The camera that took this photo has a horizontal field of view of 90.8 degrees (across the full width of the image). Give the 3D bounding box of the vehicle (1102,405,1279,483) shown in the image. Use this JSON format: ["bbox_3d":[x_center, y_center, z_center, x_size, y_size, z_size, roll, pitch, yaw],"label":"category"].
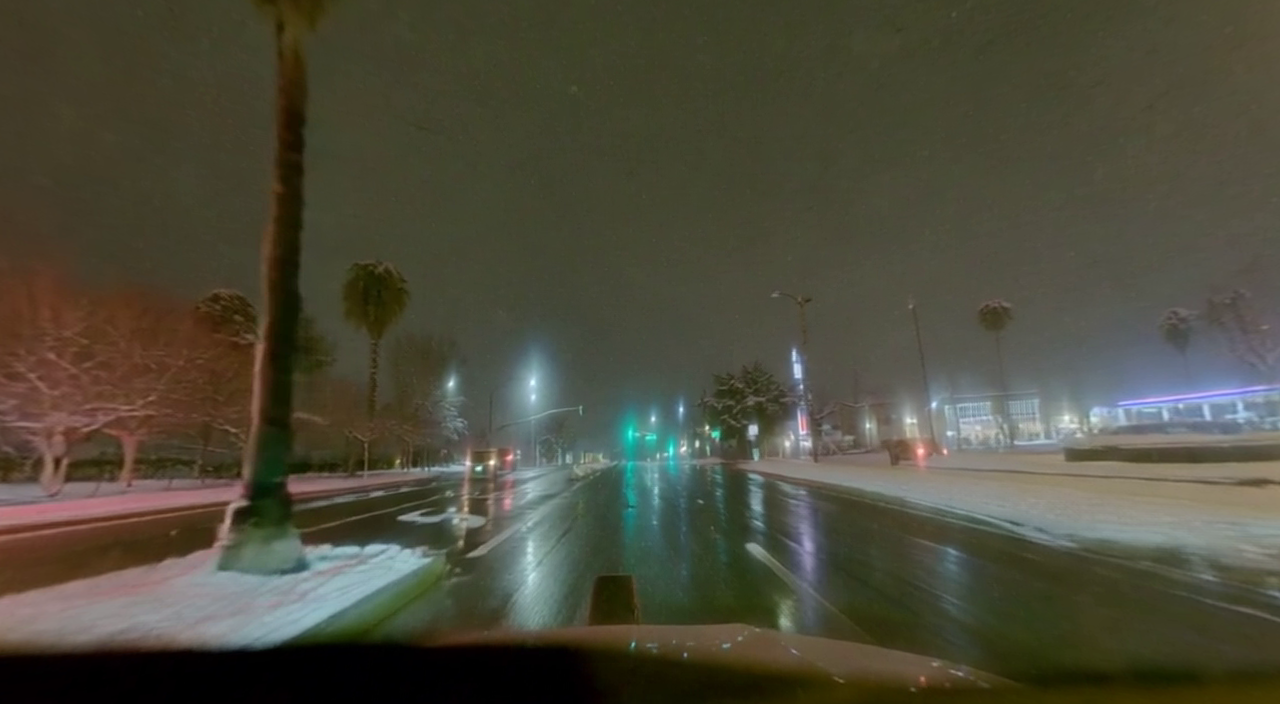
[{"bbox_3d":[14.375,2.183,14.984,5.317,1.700,1.901,0,-8,-1],"label":"vehicle"}]

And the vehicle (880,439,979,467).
[{"bbox_3d":[16.193,5.665,35.492,4.549,1.492,1.981,0,-8,3],"label":"vehicle"}]

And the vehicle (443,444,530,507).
[{"bbox_3d":[-4.371,3.416,18.150,2.073,1.525,4.809,2,-9,-13],"label":"vehicle"}]
